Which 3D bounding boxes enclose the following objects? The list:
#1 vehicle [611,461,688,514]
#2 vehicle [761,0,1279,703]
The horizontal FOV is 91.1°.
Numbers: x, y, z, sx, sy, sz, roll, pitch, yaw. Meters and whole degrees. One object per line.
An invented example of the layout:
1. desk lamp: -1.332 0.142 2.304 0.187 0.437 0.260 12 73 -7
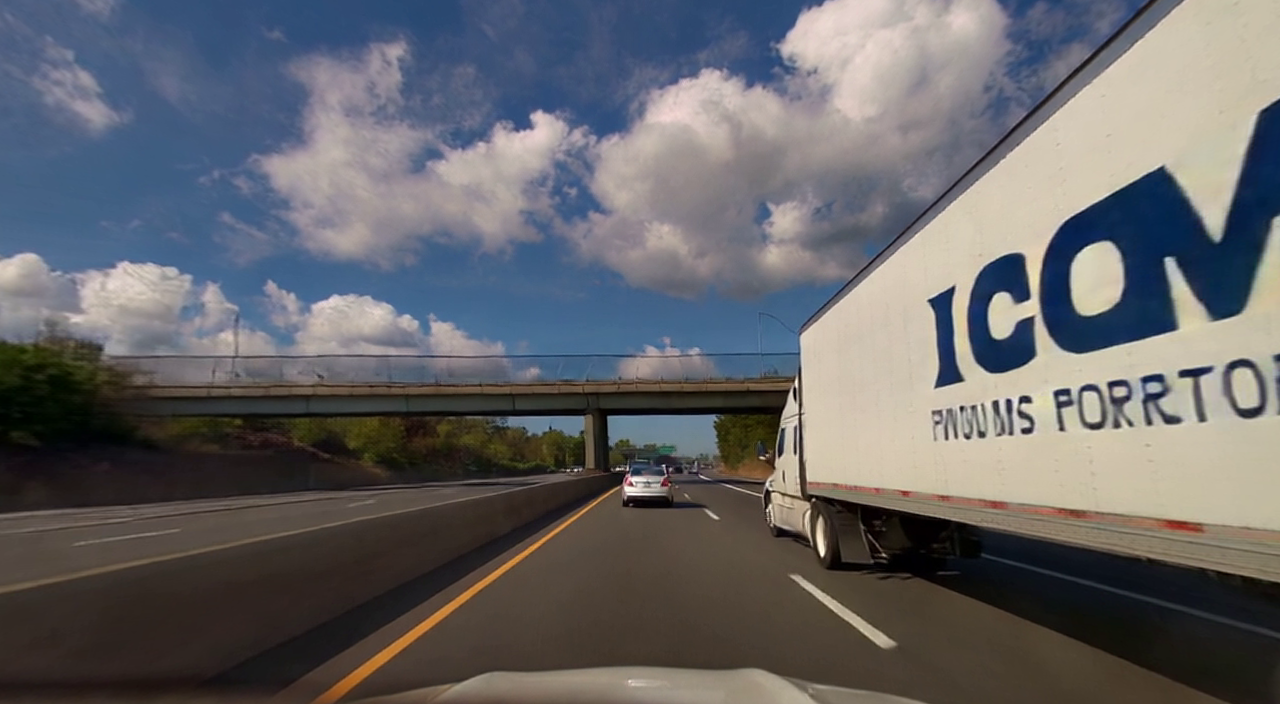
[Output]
1. vehicle: 0.305 4.190 19.688 2.156 1.444 3.762 1 -10 1
2. vehicle: 4.436 0.782 6.889 2.964 4.188 16.587 1 -10 0
